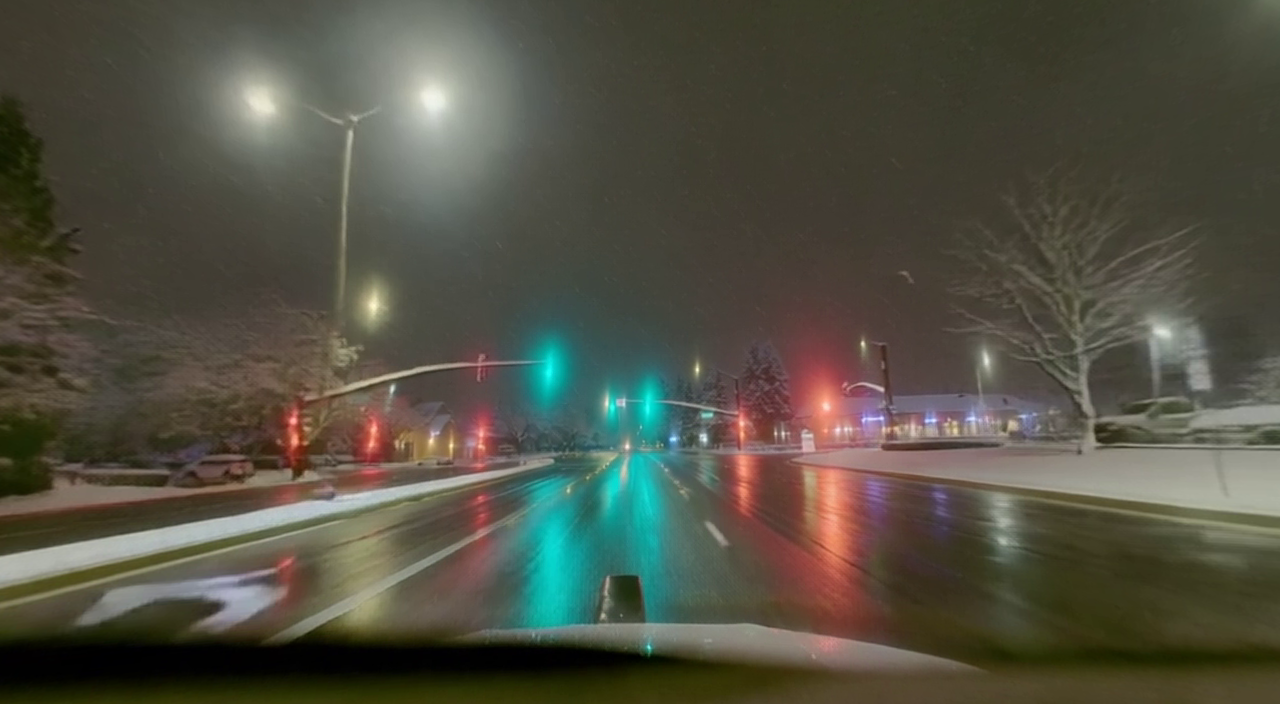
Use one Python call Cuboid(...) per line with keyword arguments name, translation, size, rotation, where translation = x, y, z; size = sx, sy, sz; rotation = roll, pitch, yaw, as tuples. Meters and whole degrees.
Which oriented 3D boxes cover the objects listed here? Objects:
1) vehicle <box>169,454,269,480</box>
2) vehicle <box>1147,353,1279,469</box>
Cuboid(name="vehicle", translation=(-30.852, 8.447, 46.451), size=(5.418, 1.823, 2.531), rotation=(0, -9, -2))
Cuboid(name="vehicle", translation=(20.782, 1.904, 19.732), size=(7.304, 3.335, 2.869), rotation=(0, -9, -2))
